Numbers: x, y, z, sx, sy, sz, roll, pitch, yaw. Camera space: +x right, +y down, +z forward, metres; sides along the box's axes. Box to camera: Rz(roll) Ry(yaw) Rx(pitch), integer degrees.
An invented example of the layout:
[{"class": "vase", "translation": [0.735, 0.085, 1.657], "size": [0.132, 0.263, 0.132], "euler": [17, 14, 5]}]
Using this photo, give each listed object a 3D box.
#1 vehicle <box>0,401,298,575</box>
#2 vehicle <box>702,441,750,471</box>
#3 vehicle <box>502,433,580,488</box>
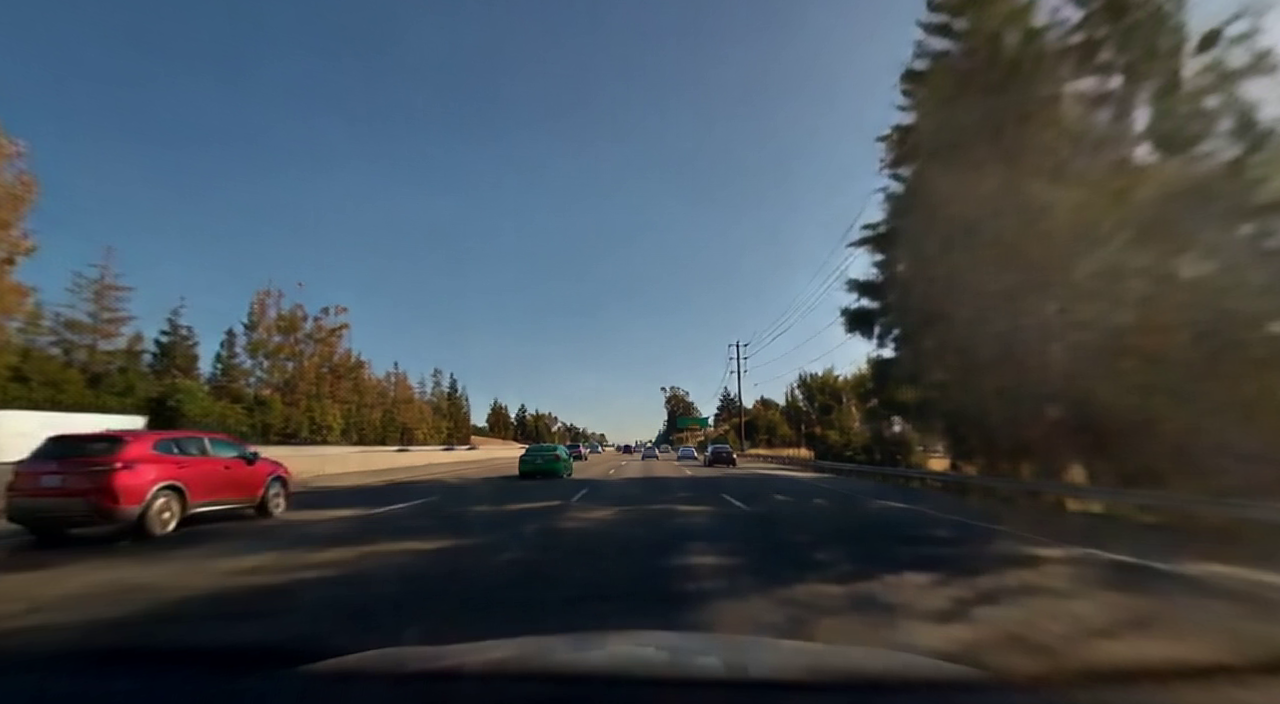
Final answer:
[{"class": "vehicle", "translation": [-7.421, 1.779, 9.093], "size": [2.162, 1.805, 4.853], "euler": [0, -8, 1]}, {"class": "vehicle", "translation": [4.556, 5.577, 33.984], "size": [1.964, 1.479, 4.252], "euler": [0, -8, -1]}, {"class": "vehicle", "translation": [-3.300, 3.696, 21.867], "size": [1.961, 1.704, 4.052], "euler": [0, -8, 1]}]
